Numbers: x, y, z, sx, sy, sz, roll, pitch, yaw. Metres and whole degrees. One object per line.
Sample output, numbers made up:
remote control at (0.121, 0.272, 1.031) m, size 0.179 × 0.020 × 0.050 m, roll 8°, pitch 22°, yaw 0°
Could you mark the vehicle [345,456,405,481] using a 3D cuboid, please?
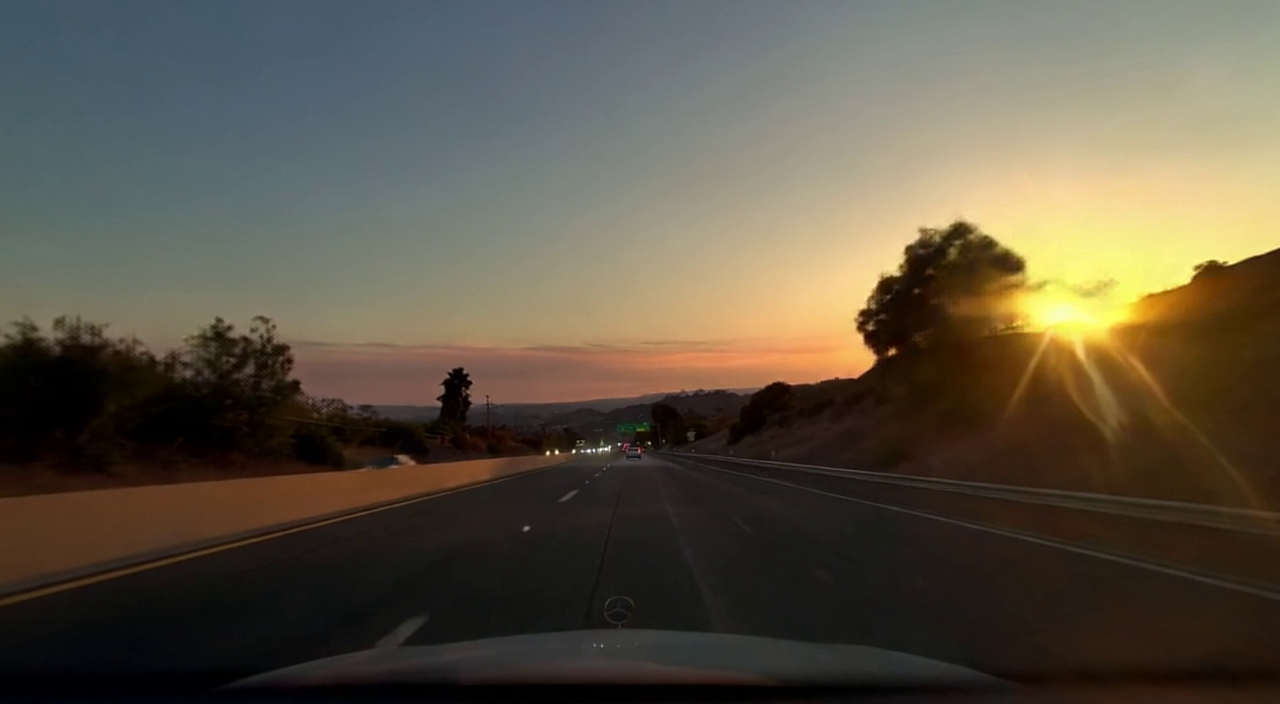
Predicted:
vehicle at (-17.433, 7.681, 41.634) m, size 1.924 × 1.488 × 4.654 m, roll 0°, pitch -9°, yaw 0°
